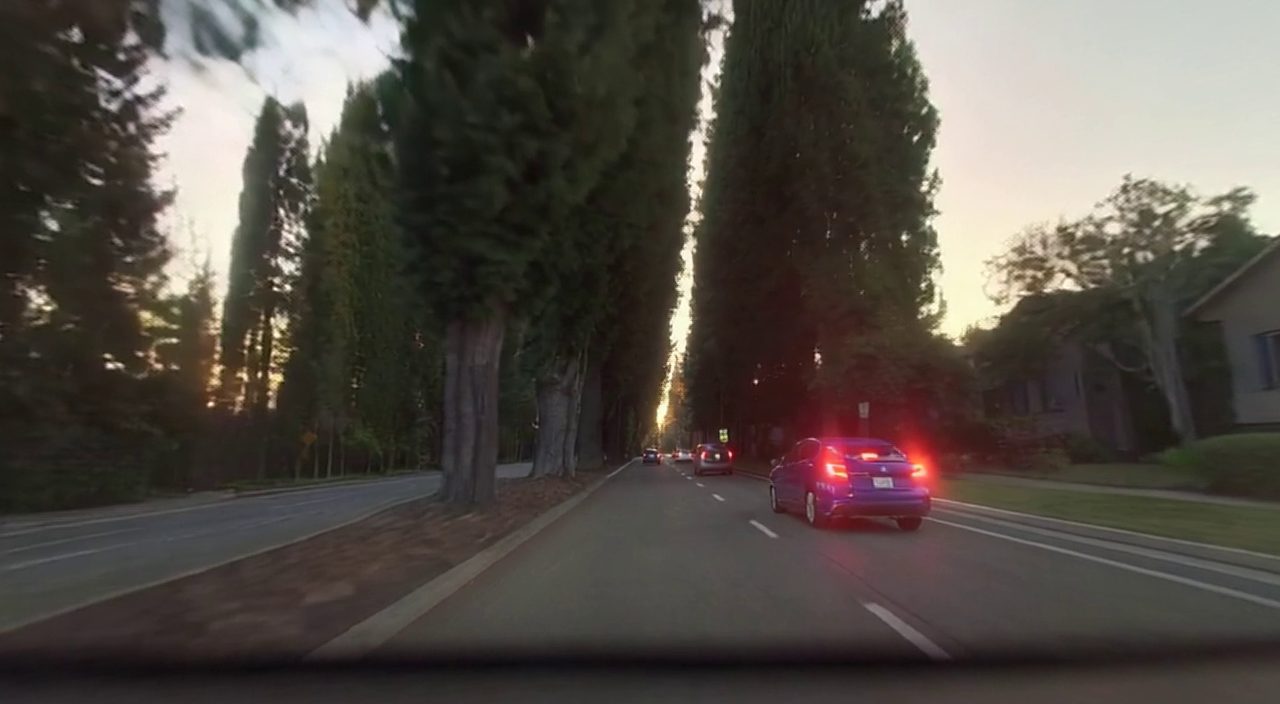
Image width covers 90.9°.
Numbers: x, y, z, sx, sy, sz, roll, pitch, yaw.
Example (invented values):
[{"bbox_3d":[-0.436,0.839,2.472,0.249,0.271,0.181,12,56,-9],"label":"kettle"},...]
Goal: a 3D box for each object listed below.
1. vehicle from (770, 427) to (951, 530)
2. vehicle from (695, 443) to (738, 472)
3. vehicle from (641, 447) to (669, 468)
[{"bbox_3d":[3.998,2.348,12.316,2.052,1.639,4.123,0,-8,0],"label":"vehicle"},{"bbox_3d":[4.598,6.390,38.564,2.110,1.666,3.912,0,-8,0],"label":"vehicle"},{"bbox_3d":[1.093,7.971,47.948,2.026,1.466,4.282,0,-8,1],"label":"vehicle"}]
